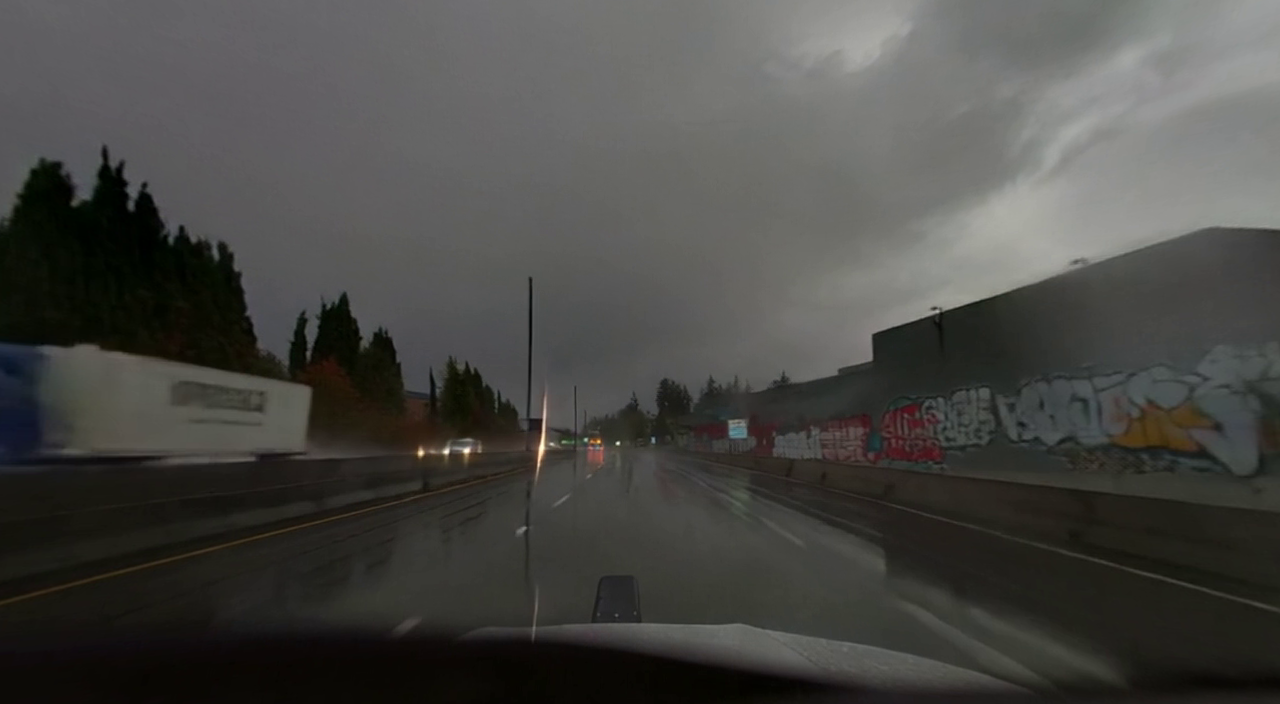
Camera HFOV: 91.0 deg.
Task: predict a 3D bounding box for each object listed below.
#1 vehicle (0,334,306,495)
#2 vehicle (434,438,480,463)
[{"bbox_3d":[-17.061,2.502,22.598,3.419,4.108,13.030,0,-8,-2],"label":"vehicle"},{"bbox_3d":[-13.212,7.122,45.736,2.142,1.679,4.358,0,-8,-1],"label":"vehicle"}]
